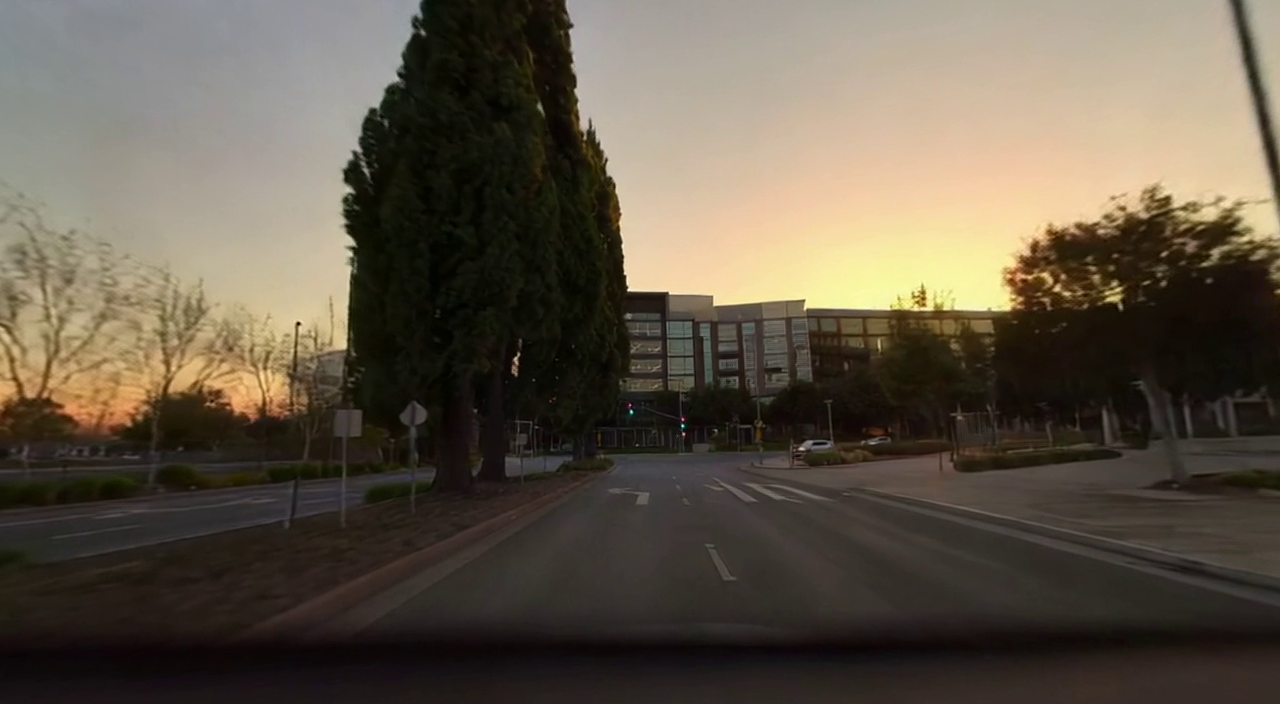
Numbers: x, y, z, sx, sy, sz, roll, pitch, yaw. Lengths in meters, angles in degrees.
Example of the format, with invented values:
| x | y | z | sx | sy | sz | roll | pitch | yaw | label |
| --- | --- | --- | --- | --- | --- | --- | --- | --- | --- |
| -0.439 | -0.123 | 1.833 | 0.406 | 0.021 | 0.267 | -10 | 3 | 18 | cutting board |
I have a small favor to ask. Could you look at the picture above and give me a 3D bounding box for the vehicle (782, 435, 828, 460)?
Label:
| x | y | z | sx | sy | sz | roll | pitch | yaw | label |
| --- | --- | --- | --- | --- | --- | --- | --- | --- | --- |
| 12.483 | 7.273 | 47.791 | 2.185 | 1.792 | 4.942 | 0 | -8 | 0 | vehicle |
